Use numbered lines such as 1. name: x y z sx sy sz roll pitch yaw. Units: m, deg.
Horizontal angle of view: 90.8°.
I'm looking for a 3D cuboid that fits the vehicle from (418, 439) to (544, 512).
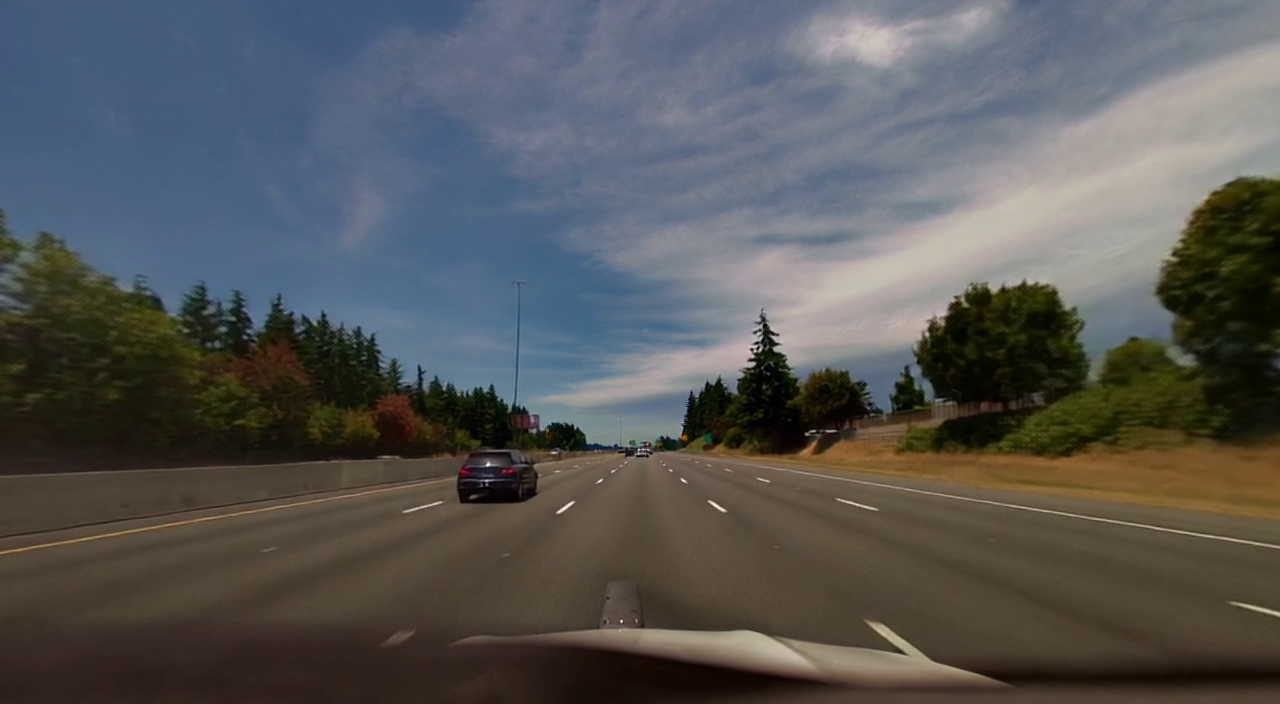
1. vehicle: -3.688 2.950 15.513 1.979 1.521 4.147 0 -9 1
